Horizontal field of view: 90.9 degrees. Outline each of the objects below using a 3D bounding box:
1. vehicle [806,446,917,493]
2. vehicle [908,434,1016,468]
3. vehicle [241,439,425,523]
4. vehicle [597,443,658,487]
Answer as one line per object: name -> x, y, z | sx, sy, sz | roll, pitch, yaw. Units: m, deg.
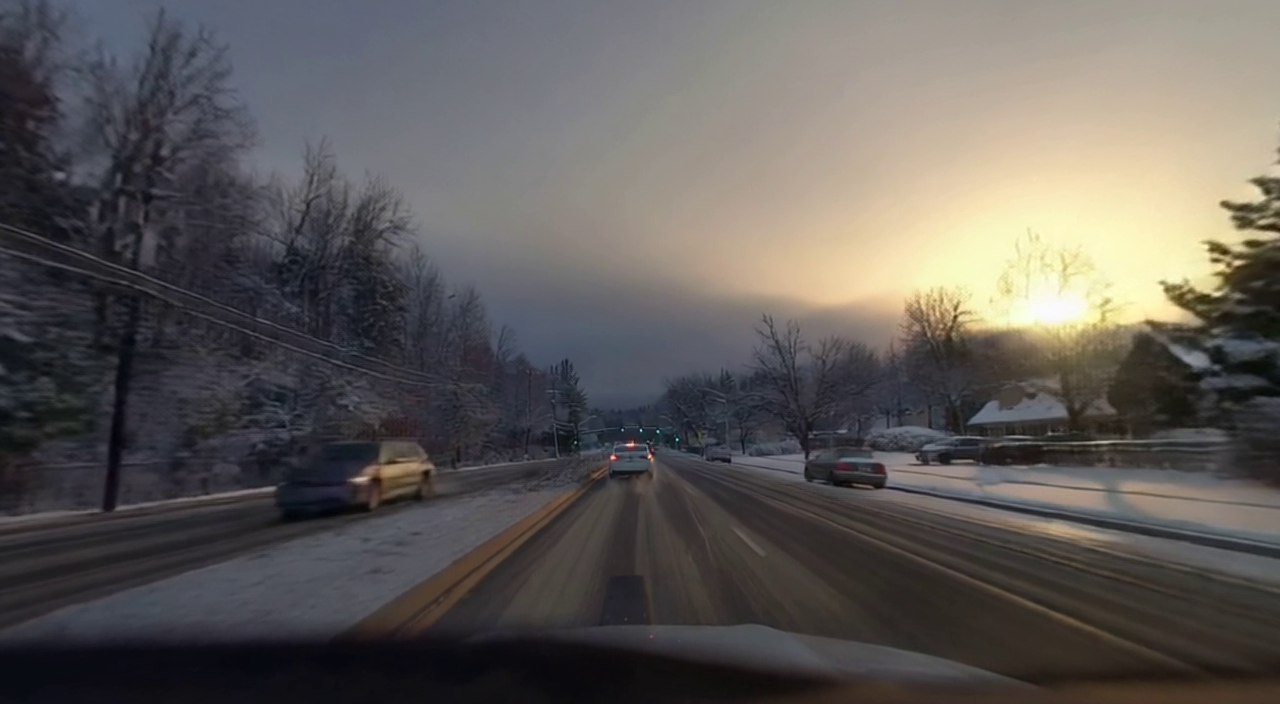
vehicle -> 7.637, 4.078, 22.324 | 2.131, 1.474, 4.752 | 1, -9, -1
vehicle -> 17.711, 5.429, 34.675 | 5.100, 1.770, 2.269 | 3, -9, -18
vehicle -> -6.865, 2.898, 14.758 | 2.083, 1.646, 4.293 | 0, -9, 0
vehicle -> -0.434, 4.160, 23.626 | 2.099, 1.470, 4.302 | 0, -9, 0
